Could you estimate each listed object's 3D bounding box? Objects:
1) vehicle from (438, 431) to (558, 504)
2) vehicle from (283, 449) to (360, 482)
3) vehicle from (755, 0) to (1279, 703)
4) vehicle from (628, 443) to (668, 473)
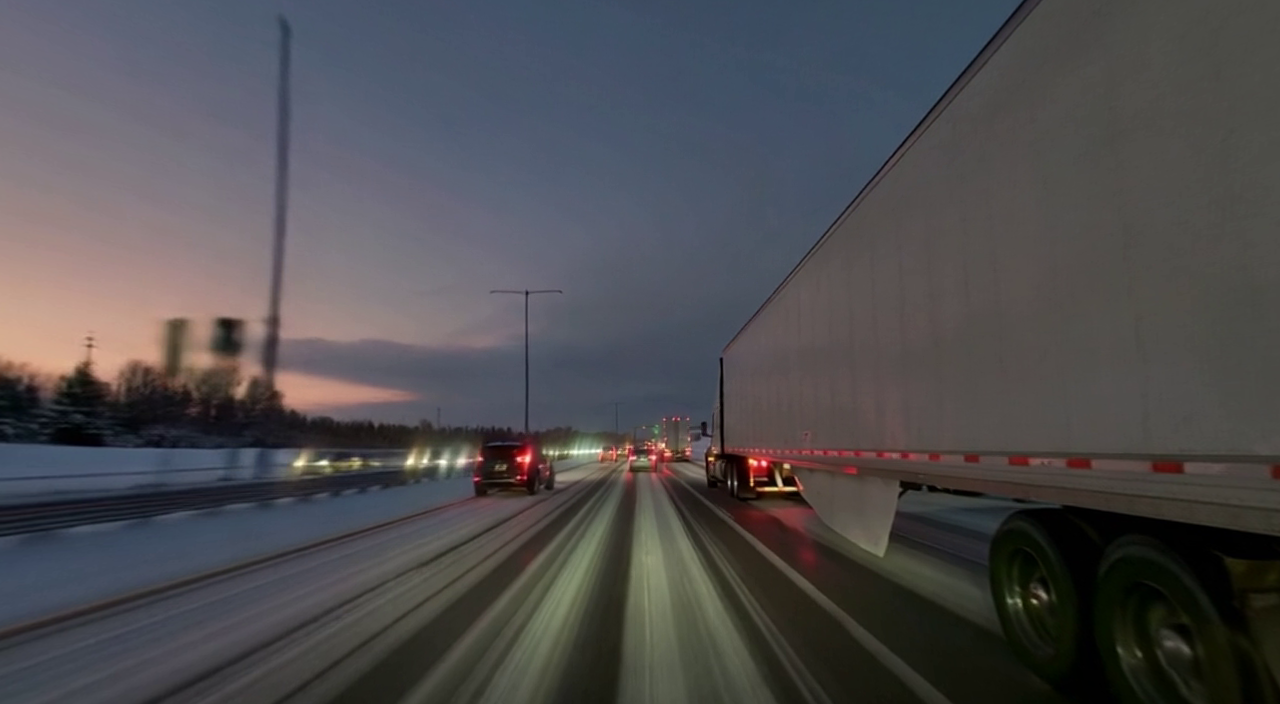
[{"bbox_3d":[-3.725,3.149,17.648,2.091,1.722,4.974,-1,-9,1],"label":"vehicle"},{"bbox_3d":[-19.080,6.787,38.069,2.101,1.782,4.793,0,-9,0],"label":"vehicle"},{"bbox_3d":[3.867,0.280,7.041,2.821,4.077,12.562,0,-9,0],"label":"vehicle"},{"bbox_3d":[0.404,5.707,34.215,2.063,1.469,4.208,0,-9,0],"label":"vehicle"}]
